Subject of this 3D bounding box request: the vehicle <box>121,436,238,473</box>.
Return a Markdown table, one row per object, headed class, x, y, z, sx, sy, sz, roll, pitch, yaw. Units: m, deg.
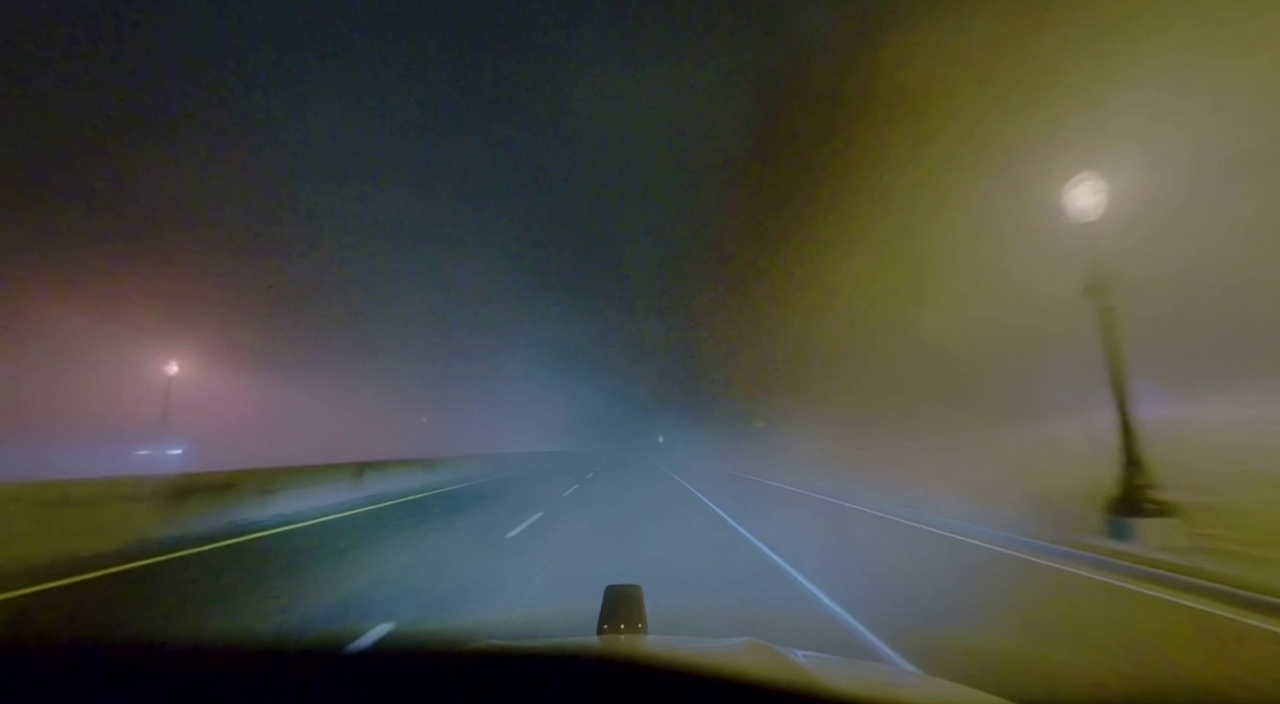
| class | x | y | z | sx | sy | sz | roll | pitch | yaw |
| --- | --- | --- | --- | --- | --- | --- | --- | --- | --- |
| vehicle | -20.387 | 4.562 | 28.085 | 1.874 | 1.478 | 4.507 | 0 | -8 | -1 |
